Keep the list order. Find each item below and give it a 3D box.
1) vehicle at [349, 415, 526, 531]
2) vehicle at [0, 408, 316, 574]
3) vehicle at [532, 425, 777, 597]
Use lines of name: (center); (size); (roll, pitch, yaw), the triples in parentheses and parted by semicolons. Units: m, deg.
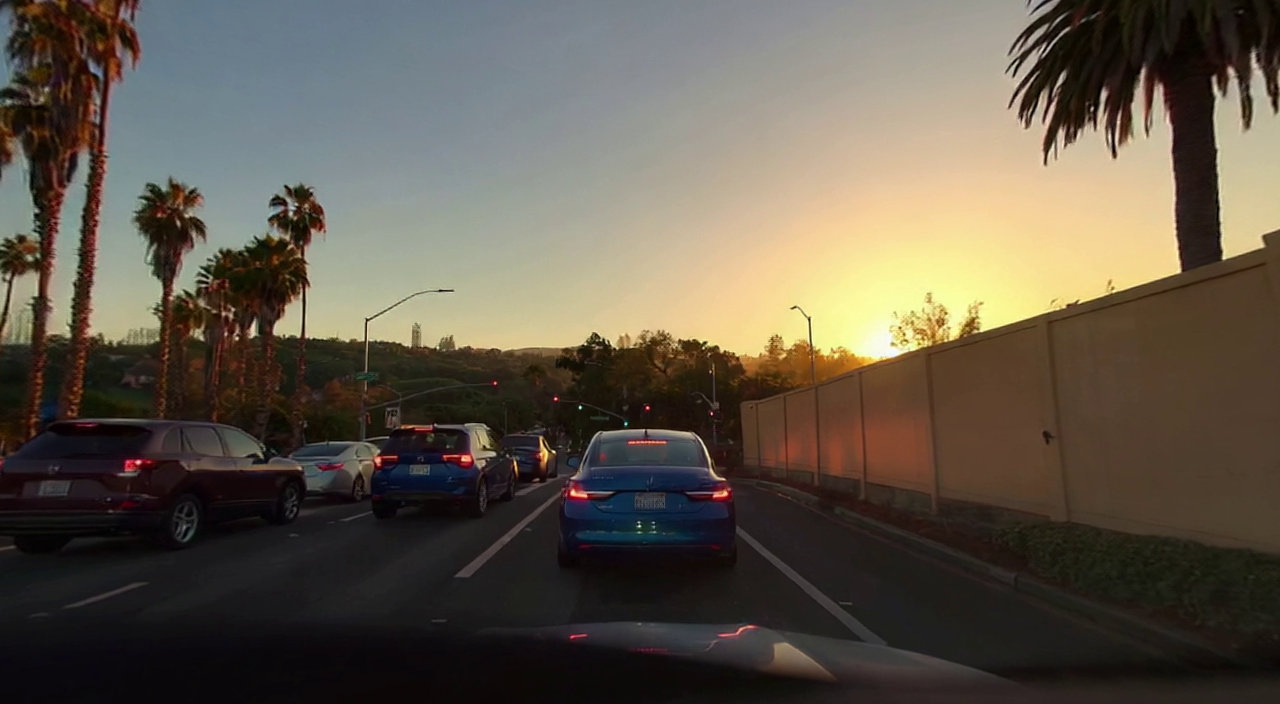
vehicle: (-3.462, 2.158, 11.733); (2.007, 1.746, 4.136); (0, -9, -2)
vehicle: (-6.677, 1.779, 8.854); (1.963, 1.721, 4.467); (0, -8, -2)
vehicle: (0.066, 1.708, 7.698); (2.128, 1.473, 4.272); (0, -8, -2)
